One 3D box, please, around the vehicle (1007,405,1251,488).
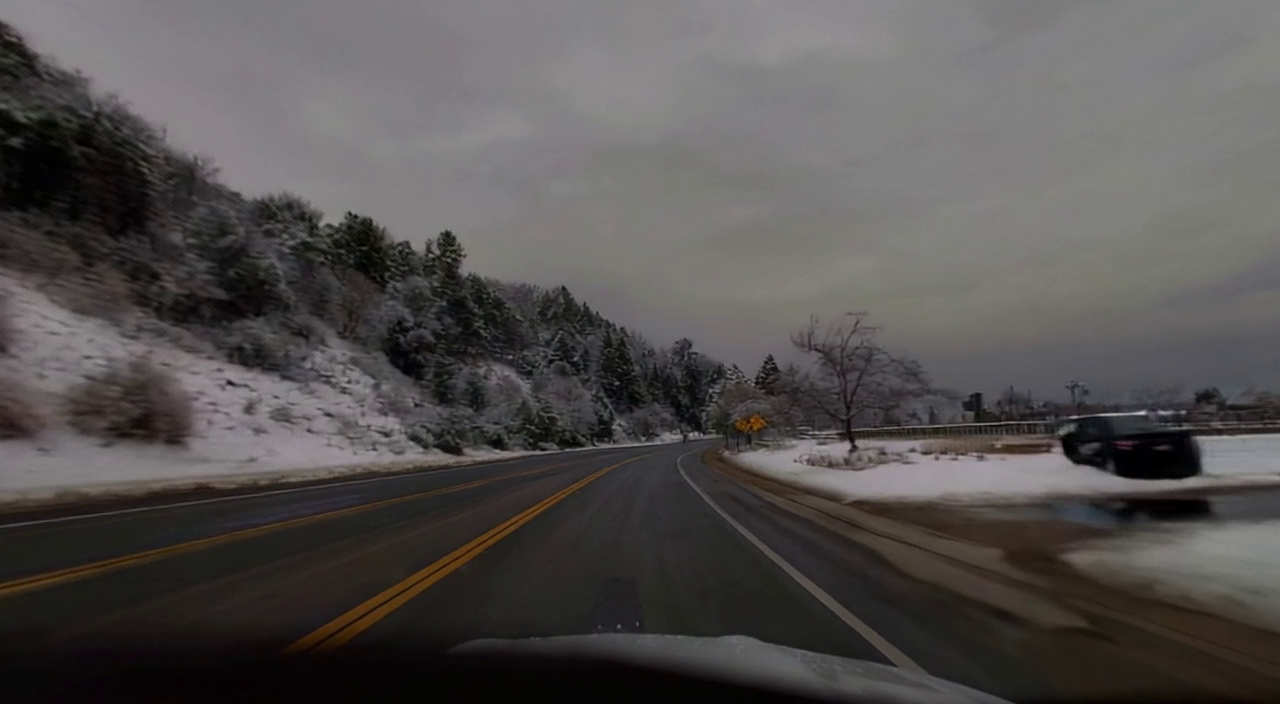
[{"bbox_3d":[13.151,2.707,17.613,2.352,1.872,5.103,-2,-10,-5],"label":"vehicle"}]
